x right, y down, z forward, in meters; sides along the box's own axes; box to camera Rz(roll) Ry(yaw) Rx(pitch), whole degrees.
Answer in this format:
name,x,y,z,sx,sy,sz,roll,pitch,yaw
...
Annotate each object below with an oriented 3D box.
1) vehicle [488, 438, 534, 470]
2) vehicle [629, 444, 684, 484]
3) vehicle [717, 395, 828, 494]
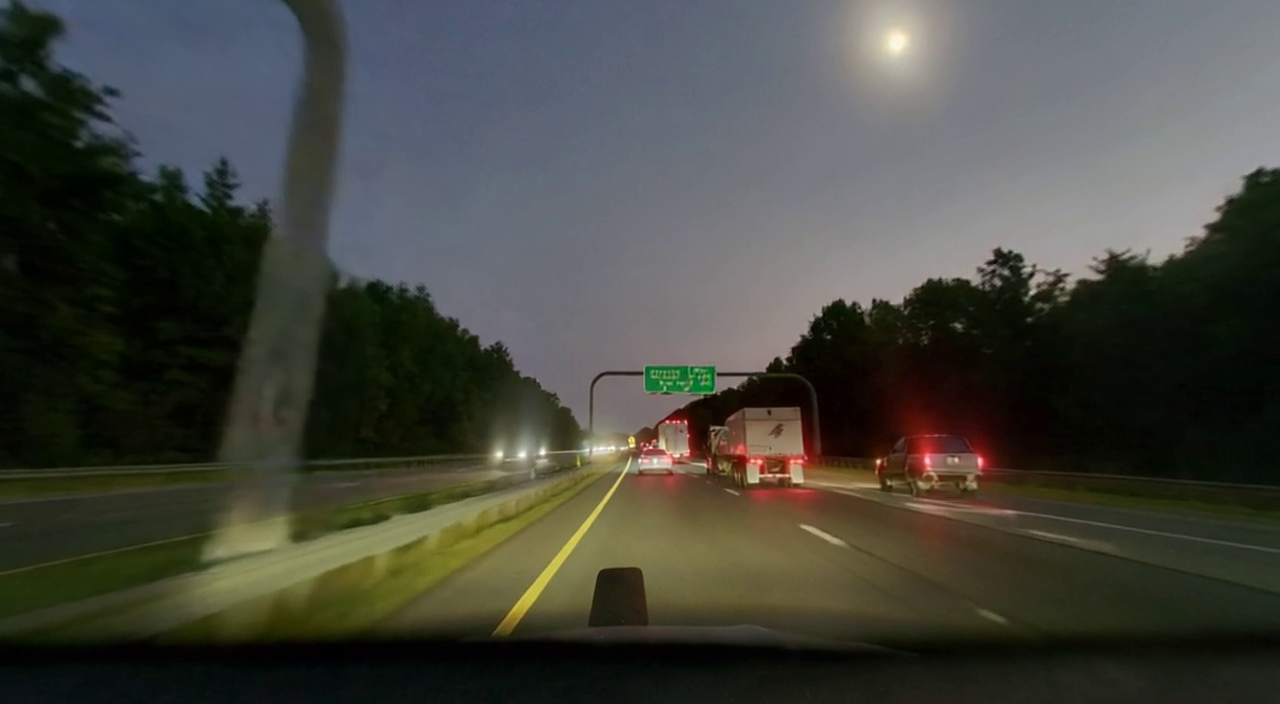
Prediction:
name,x,y,z,sx,sy,sz,roll,pitch,yaw
vehicle,-7.805,6.218,38.559,2.015,1.839,4.385,0,-9,-2
vehicle,0.599,4.553,25.904,2.069,1.523,4.012,0,-9,-1
vehicle,4.914,3.671,24.967,2.600,3.282,7.635,0,-9,-1
